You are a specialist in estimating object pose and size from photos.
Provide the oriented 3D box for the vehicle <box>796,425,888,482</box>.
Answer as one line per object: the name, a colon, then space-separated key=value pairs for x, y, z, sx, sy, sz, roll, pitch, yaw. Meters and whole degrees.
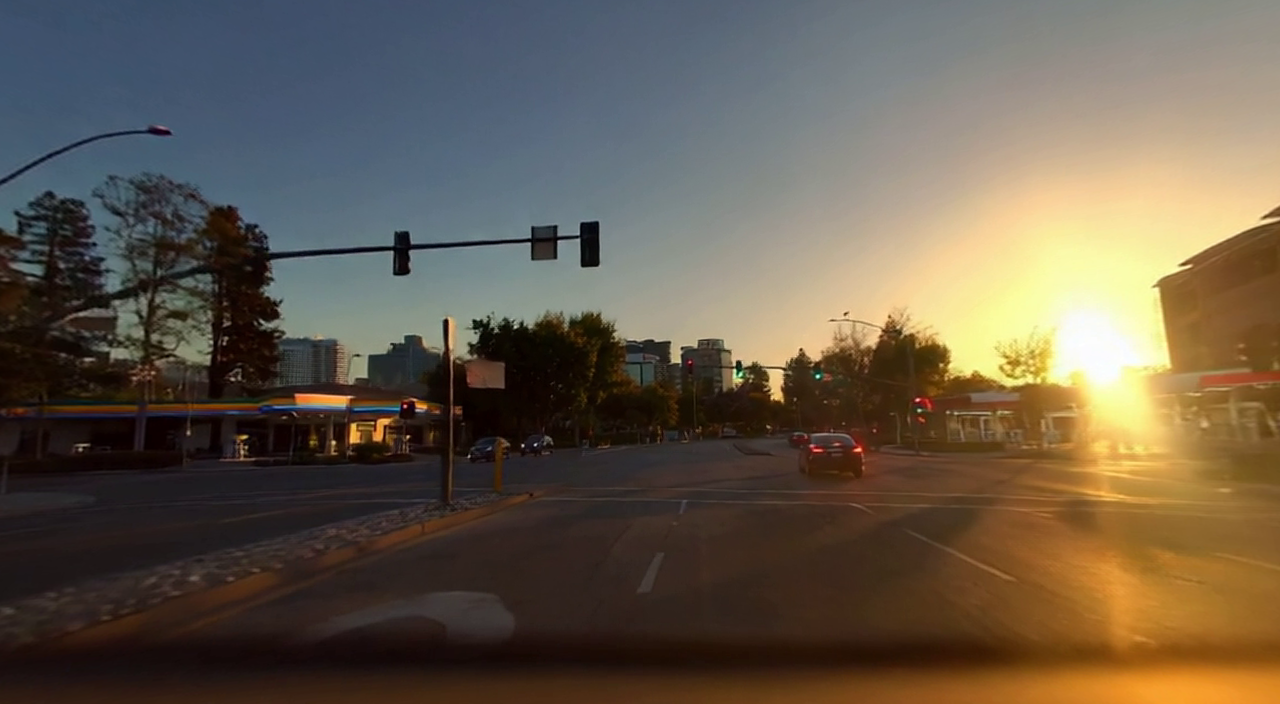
vehicle: x=6.743 y=3.434 z=21.432 sx=2.090 sy=1.717 sz=4.063 roll=-1 pitch=-9 yaw=5

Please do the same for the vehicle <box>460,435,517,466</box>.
vehicle: x=-9.729 y=6.362 z=40.617 sx=2.112 sy=1.853 sz=4.516 roll=-1 pitch=-9 yaw=6
